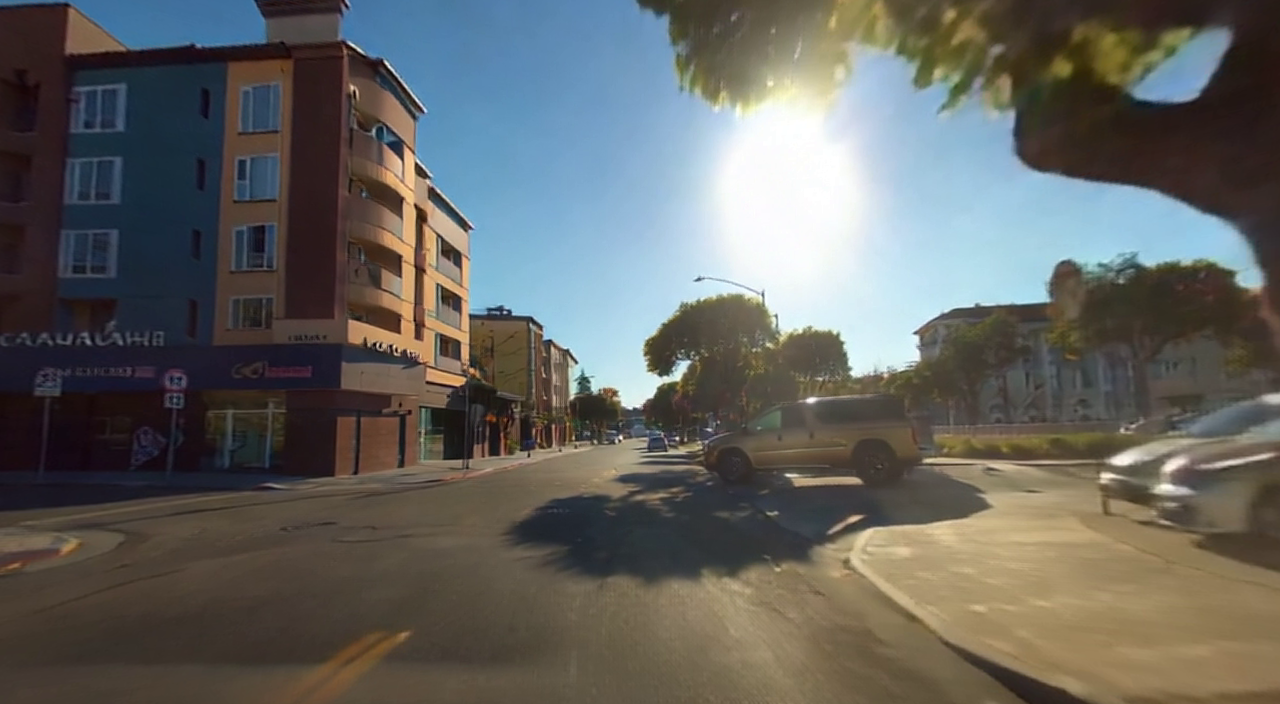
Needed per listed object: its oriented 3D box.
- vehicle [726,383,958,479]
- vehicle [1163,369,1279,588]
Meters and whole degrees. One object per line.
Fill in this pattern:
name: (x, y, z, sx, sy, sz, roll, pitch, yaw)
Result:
vehicle: (5.919, 2.406, 19.032, 6.221, 2.498, 2.239, -5, -10, 35)
vehicle: (6.885, 0.684, 4.194, 4.631, 1.574, 2.073, -8, -8, 21)
